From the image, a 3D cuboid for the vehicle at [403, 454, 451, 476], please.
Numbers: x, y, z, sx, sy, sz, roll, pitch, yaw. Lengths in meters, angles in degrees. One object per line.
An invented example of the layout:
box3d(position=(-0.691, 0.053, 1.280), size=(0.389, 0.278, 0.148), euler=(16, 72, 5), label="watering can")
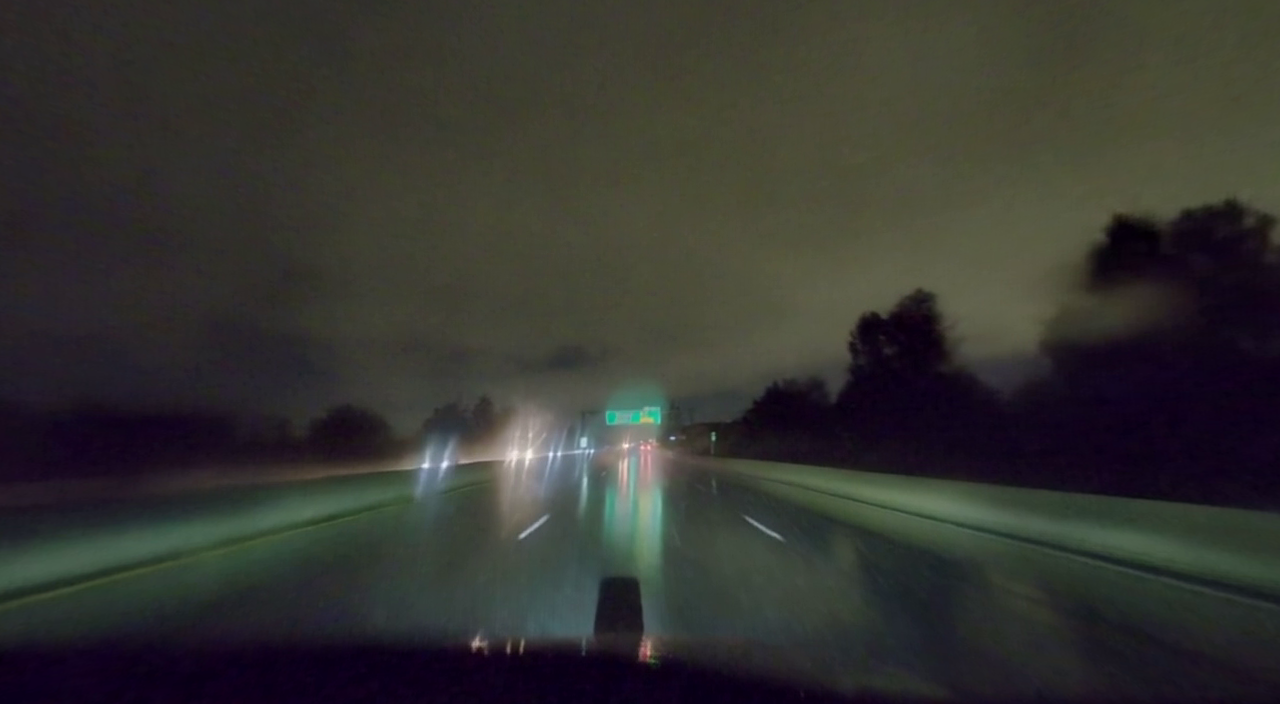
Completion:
box3d(position=(-16.027, 8.529, 47.657), size=(1.952, 1.496, 4.769), euler=(0, -9, 0), label="vehicle")
